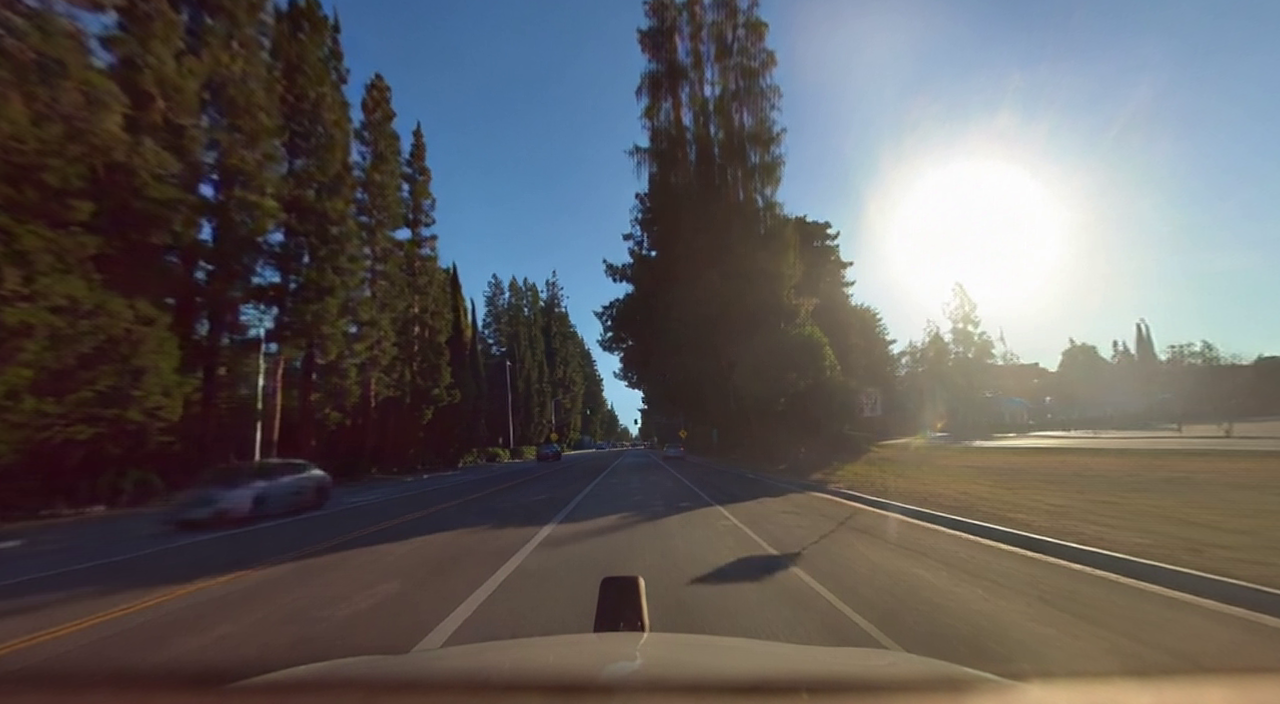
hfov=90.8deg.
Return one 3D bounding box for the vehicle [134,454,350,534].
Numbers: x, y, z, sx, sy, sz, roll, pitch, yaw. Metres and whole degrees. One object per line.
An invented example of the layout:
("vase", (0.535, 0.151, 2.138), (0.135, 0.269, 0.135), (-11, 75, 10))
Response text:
("vehicle", (-8.893, 3.162, 14.772), (2.011, 1.482, 4.671), (0, -8, 0))
